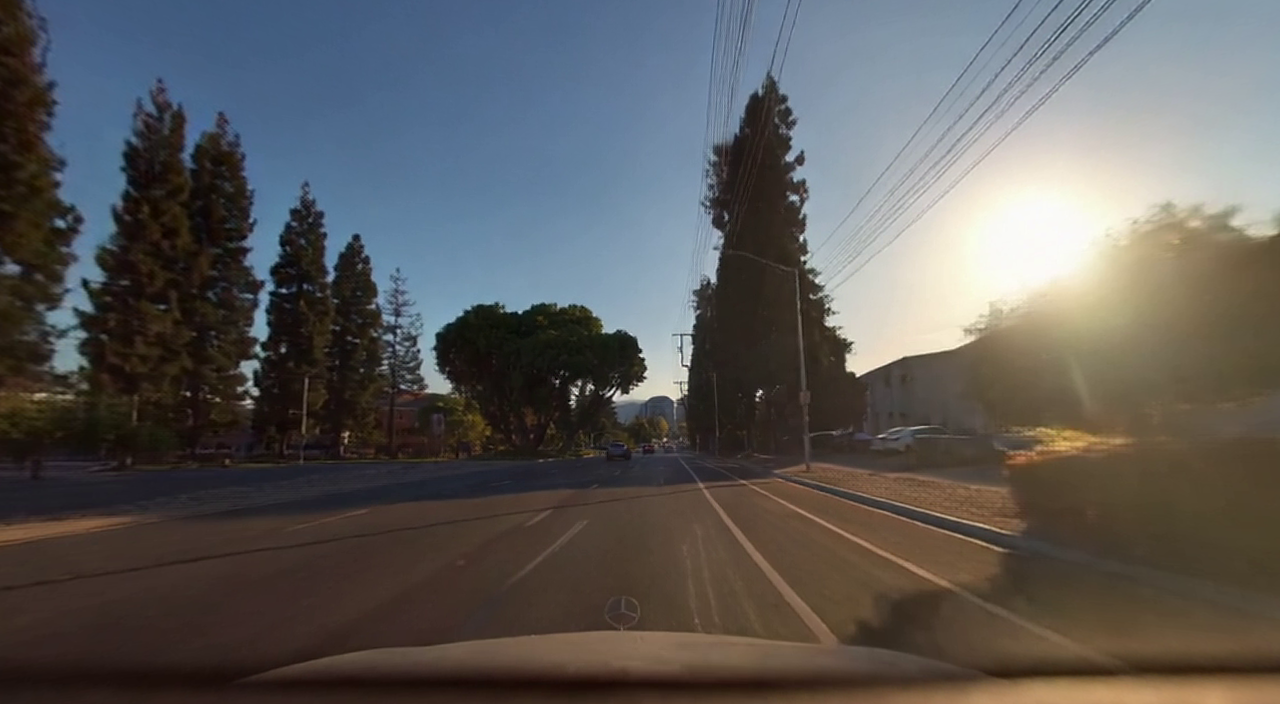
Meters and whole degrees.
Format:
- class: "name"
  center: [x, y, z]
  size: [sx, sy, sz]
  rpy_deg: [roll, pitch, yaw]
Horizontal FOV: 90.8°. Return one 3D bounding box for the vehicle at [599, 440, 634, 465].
- class: "vehicle"
  center: [-1.607, 7.171, 45.054]
  size: [2.121, 1.654, 3.993]
  rpy_deg: [0, -9, 3]
